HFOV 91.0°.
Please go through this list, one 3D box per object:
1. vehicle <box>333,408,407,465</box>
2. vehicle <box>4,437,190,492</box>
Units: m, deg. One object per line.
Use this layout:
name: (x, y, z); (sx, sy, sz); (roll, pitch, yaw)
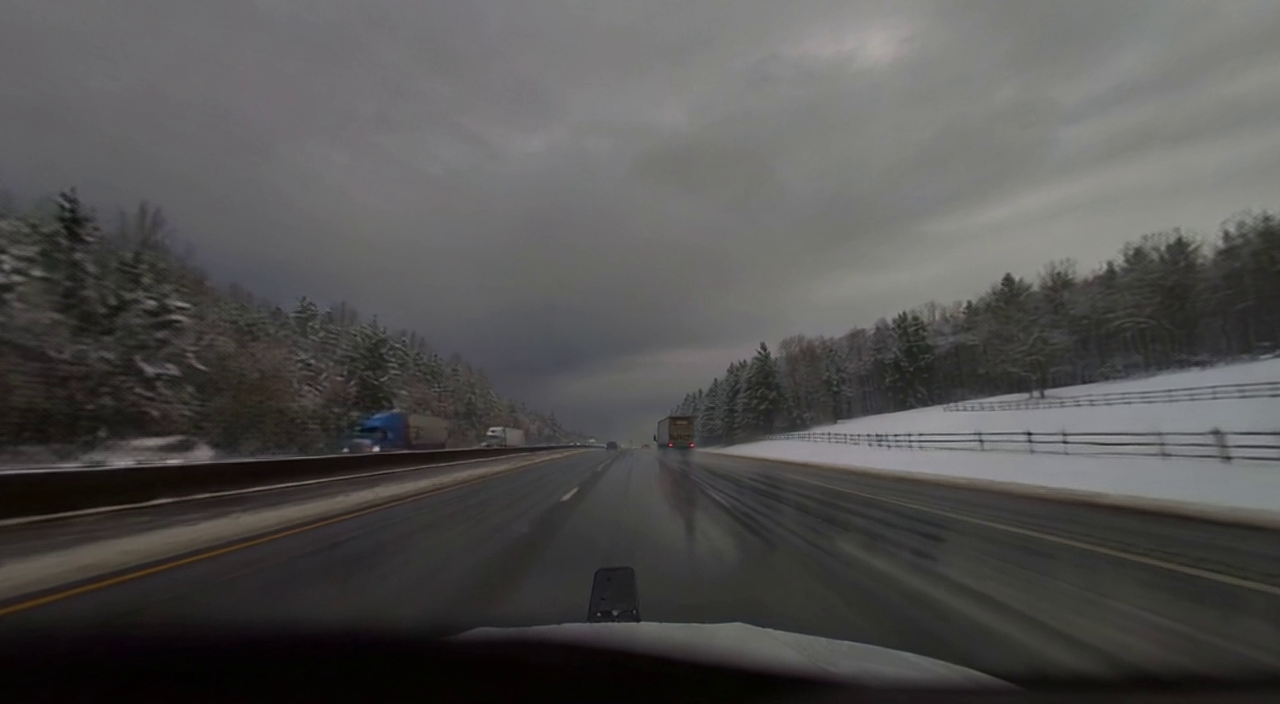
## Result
vehicle: (-20.336, 6.435, 47.776); (2.983, 3.974, 5.851); (-1, -8, -1)
vehicle: (-16.646, 3.434, 19.682); (1.892, 1.496, 4.409); (-1, -8, 0)
